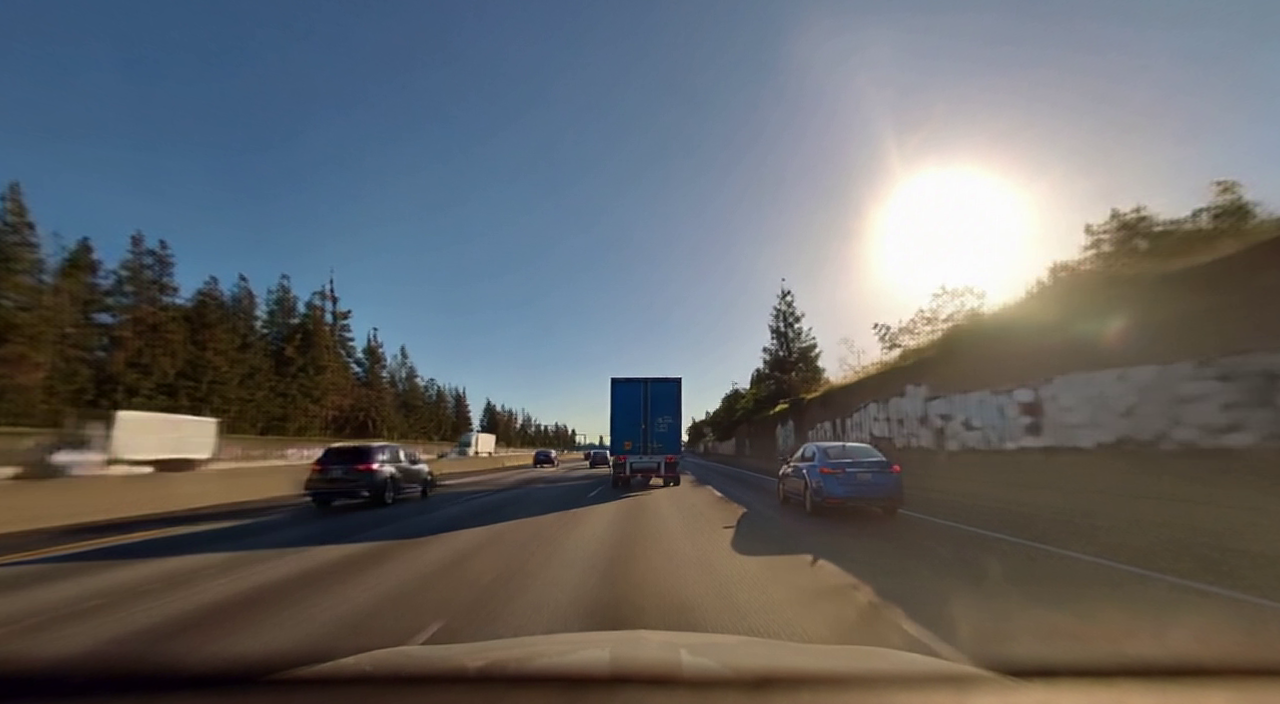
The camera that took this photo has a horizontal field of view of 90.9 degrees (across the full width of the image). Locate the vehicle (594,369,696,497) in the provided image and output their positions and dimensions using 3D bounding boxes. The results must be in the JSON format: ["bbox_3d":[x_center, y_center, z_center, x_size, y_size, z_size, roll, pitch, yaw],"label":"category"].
[{"bbox_3d":[0.154,3.083,23.133,2.915,3.661,9.741,0,-9,0],"label":"vehicle"}]

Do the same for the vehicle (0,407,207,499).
[{"bbox_3d":[-17.870,3.401,21.291,2.179,2.650,5.861,0,-9,1],"label":"vehicle"}]

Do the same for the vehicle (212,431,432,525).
[{"bbox_3d":[-6.498,2.631,13.723,2.134,1.662,4.851,0,-9,2],"label":"vehicle"}]

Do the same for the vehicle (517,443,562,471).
[{"bbox_3d":[-6.198,6.555,39.426,2.005,1.607,4.042,-1,-9,2],"label":"vehicle"}]

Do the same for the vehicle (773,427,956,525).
[{"bbox_3d":[4.375,2.505,13.224,2.205,1.689,4.403,0,-9,0],"label":"vehicle"}]
